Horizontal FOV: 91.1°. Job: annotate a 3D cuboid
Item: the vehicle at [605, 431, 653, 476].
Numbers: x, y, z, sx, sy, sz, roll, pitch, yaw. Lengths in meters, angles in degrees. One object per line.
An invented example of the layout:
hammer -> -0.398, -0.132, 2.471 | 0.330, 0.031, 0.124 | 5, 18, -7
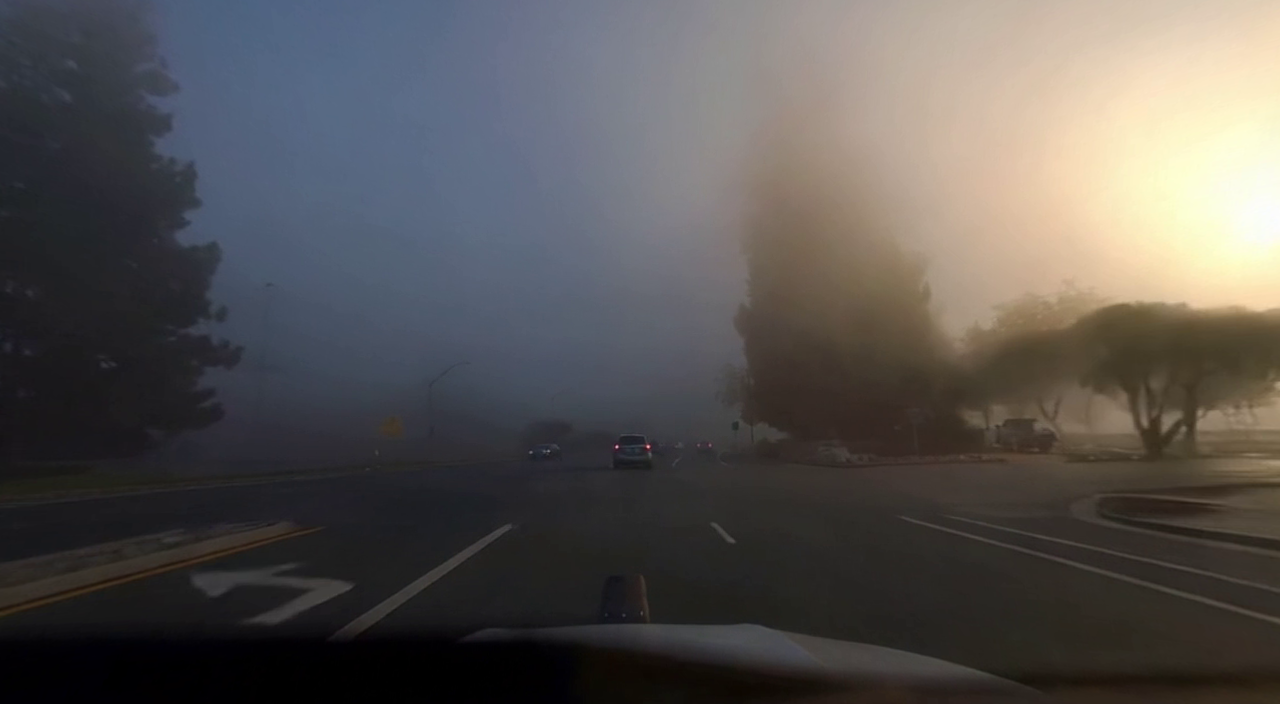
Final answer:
vehicle -> -0.453, 4.905, 30.588 | 2.072, 2.002, 4.391 | 0, -8, 2

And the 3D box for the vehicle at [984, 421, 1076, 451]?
vehicle -> 22.656, 4.964, 36.703 | 1.826, 1.621, 4.546 | 2, -9, -13
